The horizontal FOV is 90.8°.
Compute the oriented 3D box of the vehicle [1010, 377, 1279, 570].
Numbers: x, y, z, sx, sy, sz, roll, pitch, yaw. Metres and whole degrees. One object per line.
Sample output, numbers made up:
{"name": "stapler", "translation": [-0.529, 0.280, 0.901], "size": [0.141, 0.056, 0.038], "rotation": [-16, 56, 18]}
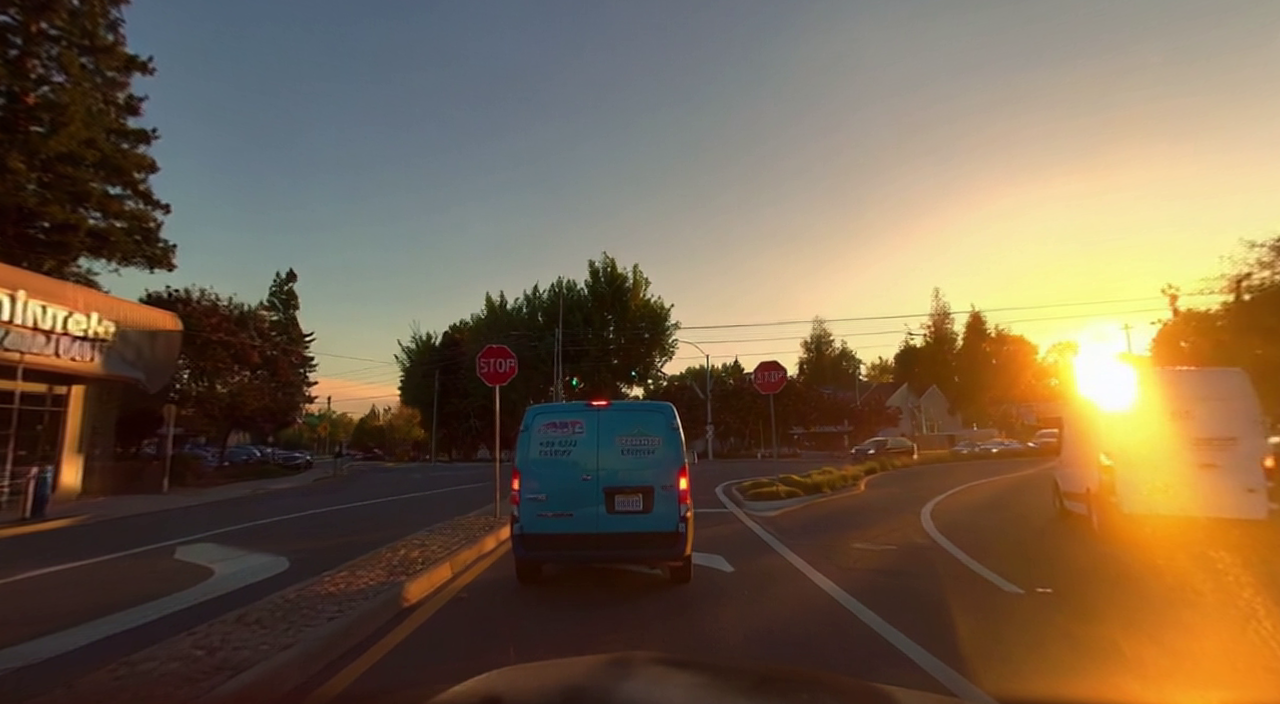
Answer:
{"name": "vehicle", "translation": [7.824, 1.812, 10.145], "size": [2.385, 2.196, 5.640], "rotation": [-3, -9, 23]}

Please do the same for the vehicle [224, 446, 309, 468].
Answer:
{"name": "vehicle", "translation": [-25.936, 7.273, 43.984], "size": [4.670, 1.472, 1.851], "rotation": [1, -9, -9]}

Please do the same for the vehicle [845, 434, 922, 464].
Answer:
{"name": "vehicle", "translation": [14.558, 5.792, 37.690], "size": [4.512, 1.659, 1.985], "rotation": [6, -10, -34]}

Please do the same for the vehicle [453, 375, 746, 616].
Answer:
{"name": "vehicle", "translation": [-0.228, 1.433, 7.182], "size": [2.237, 1.828, 4.546], "rotation": [0, -9, 2]}

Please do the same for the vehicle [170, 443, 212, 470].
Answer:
{"name": "vehicle", "translation": [-29.822, 6.949, 42.089], "size": [1.913, 1.682, 4.120], "rotation": [5, -10, -31]}
